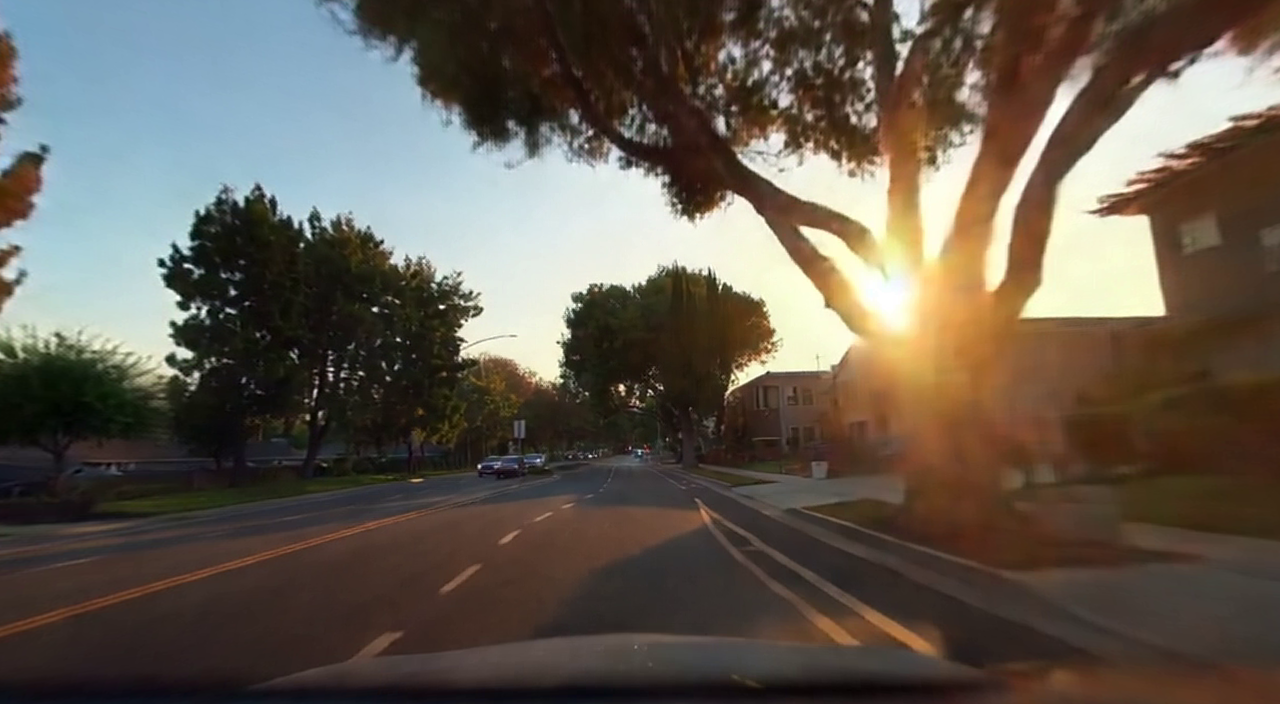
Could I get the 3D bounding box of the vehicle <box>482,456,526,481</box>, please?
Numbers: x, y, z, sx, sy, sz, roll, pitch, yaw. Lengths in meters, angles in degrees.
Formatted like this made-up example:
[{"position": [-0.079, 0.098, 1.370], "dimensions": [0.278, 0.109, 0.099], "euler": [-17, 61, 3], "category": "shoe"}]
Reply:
[{"position": [-9.163, 7.851, 42.762], "dimensions": [2.050, 1.486, 4.512], "euler": [0, -9, -2], "category": "vehicle"}]
